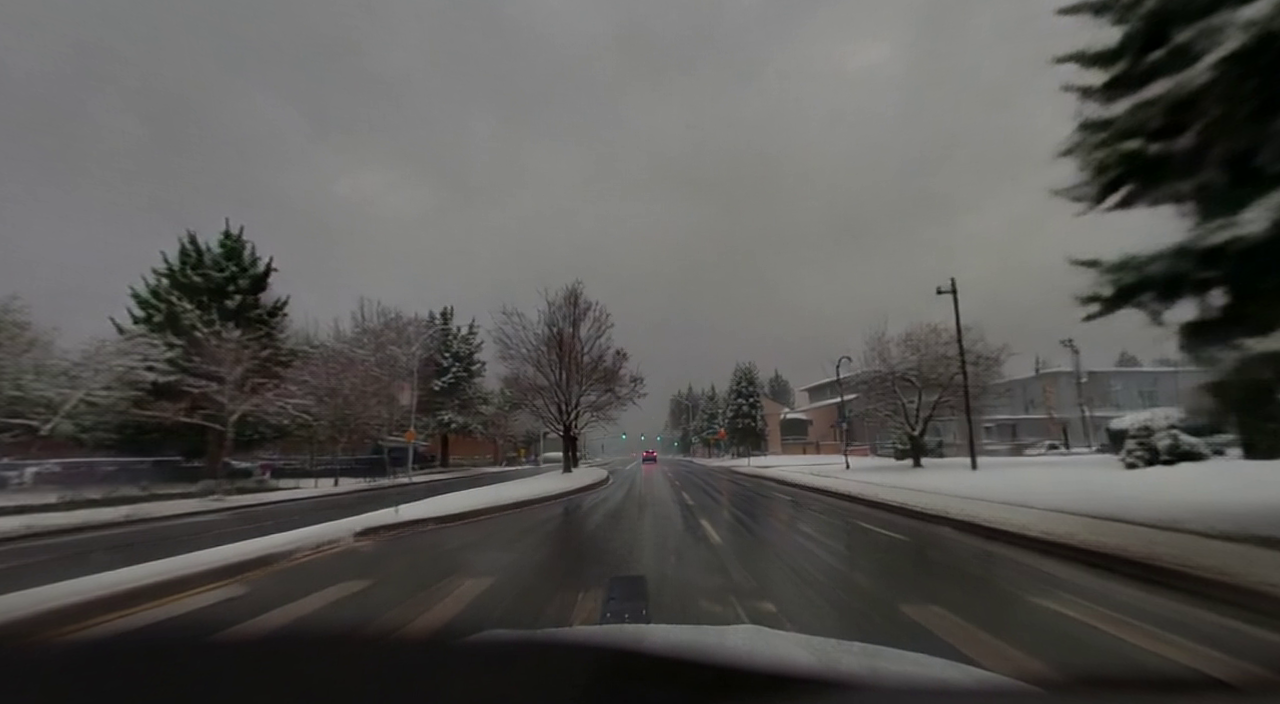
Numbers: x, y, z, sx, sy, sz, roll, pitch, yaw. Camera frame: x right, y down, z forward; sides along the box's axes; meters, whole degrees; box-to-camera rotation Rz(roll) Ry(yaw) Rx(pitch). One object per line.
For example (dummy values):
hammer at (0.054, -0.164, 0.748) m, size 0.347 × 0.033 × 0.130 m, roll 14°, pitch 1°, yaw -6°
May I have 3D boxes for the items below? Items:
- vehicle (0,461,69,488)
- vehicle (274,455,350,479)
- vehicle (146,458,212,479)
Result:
vehicle at (-49.537, 9.678, 49.950) m, size 2.176 × 1.931 × 6.752 m, roll -1°, pitch -9°, yaw 1°
vehicle at (-22.680, 7.950, 43.691) m, size 4.140 × 1.556 × 1.995 m, roll -1°, pitch -9°, yaw 3°
vehicle at (-35.916, 9.053, 49.229) m, size 1.788 × 1.470 × 4.439 m, roll 0°, pitch -9°, yaw -1°
